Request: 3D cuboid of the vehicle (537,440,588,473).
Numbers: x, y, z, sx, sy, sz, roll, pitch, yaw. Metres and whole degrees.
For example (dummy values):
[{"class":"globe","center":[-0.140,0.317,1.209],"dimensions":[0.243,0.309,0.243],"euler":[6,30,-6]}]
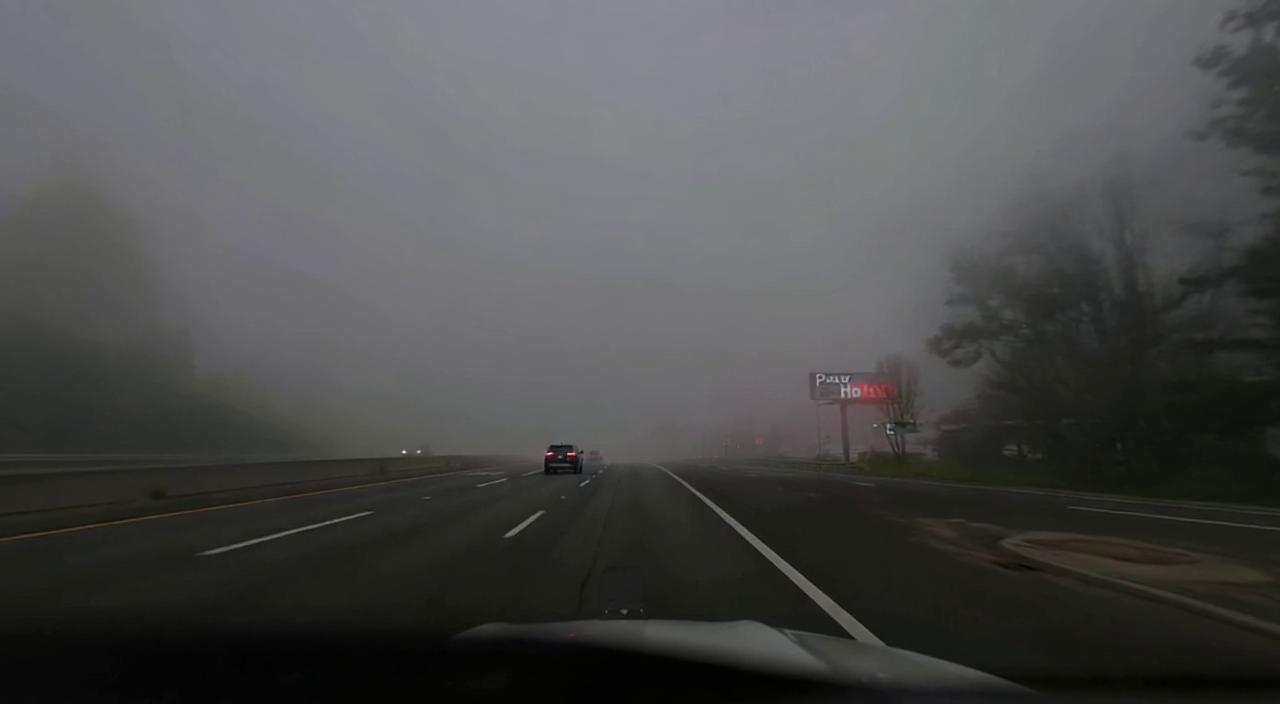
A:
[{"class":"vehicle","center":[-4.403,6.019,36.665],"dimensions":[2.236,1.736,5.585],"euler":[0,-8,0]}]
